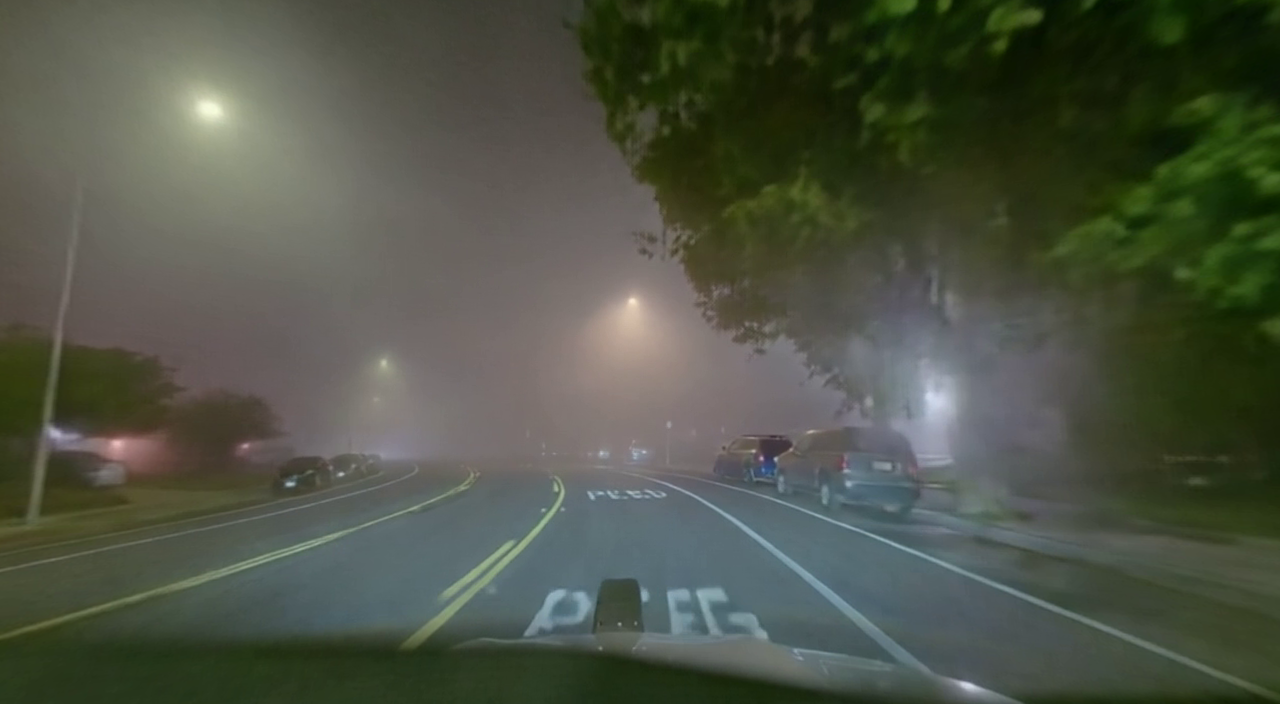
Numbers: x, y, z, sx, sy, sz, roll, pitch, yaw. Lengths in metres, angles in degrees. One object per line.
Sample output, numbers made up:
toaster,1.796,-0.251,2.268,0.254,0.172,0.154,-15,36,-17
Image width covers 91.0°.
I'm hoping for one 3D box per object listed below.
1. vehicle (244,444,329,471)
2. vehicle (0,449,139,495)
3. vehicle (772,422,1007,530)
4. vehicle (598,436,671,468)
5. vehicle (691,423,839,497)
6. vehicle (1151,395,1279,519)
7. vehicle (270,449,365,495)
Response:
vehicle,-24.466,7.292,43.676,4.483,1.730,2.437,0,-8,5
vehicle,-20.965,4.311,23.067,1.942,1.464,4.537,2,-9,-9
vehicle,4.802,2.490,13.594,1.954,1.732,6.409,1,-8,-6
vehicle,-0.543,6.219,39.274,2.723,1.785,7.174,2,-9,-16
vehicle,3.746,3.435,20.644,2.402,1.889,6.910,5,-9,-9
vehicle,11.746,1.529,10.360,4.882,1.766,2.040,-4,-8,-4
vehicle,-13.424,4.960,26.532,2.292,1.499,4.661,-4,-7,-11
